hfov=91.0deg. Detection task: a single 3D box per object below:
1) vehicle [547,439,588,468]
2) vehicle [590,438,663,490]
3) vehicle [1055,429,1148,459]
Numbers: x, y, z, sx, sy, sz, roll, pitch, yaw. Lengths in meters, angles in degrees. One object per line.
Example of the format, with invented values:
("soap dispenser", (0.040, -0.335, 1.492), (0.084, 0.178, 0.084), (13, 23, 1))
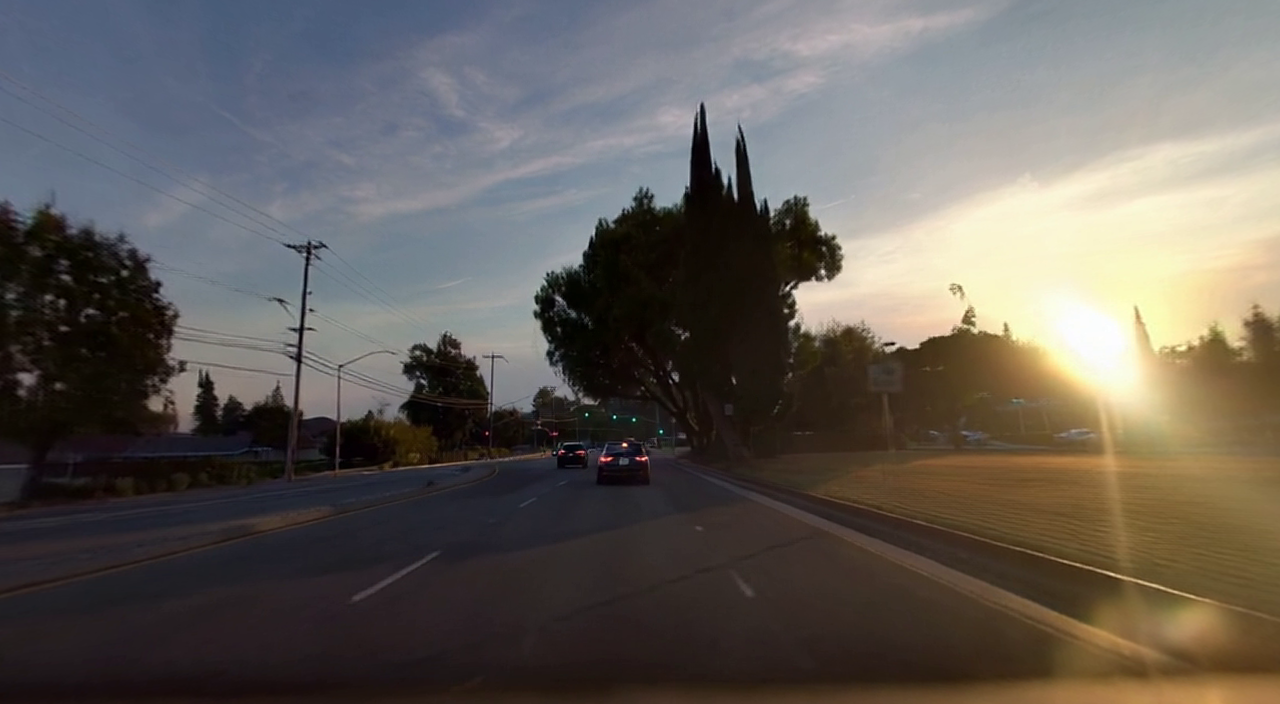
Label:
("vehicle", (-4.675, 6.640, 41.151), (2.189, 1.776, 4.342), (0, -9, -1))
("vehicle", (-0.452, 3.831, 21.950), (2.235, 1.597, 4.918), (0, -9, -1))
("vehicle", (35.191, 7.069, 48.302), (2.609, 2.110, 5.813), (0, -9, -1))
